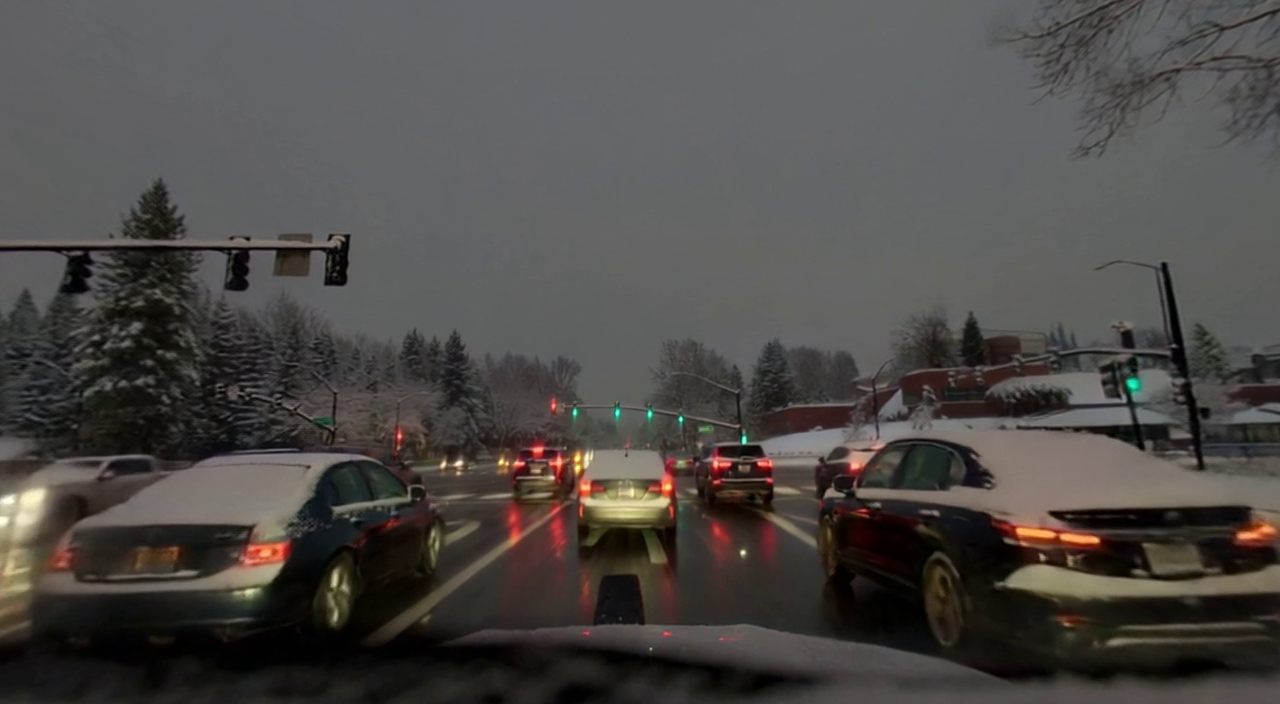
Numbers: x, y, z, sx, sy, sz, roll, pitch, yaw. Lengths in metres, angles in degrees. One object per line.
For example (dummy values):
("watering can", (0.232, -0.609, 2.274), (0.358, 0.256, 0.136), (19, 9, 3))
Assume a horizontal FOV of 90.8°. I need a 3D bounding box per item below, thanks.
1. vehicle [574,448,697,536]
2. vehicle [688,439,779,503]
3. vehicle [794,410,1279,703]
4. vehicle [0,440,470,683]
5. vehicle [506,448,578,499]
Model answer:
("vehicle", (-0.111, 2.699, 12.826), (2.098, 1.461, 3.958), (0, -9, -1))
("vehicle", (2.827, 3.732, 20.226), (2.138, 1.778, 4.422), (0, -9, -1))
("vehicle", (3.054, 1.459, 5.703), (1.996, 1.566, 4.917), (0, -9, -1))
("vehicle", (-3.297, 1.630, 6.173), (2.045, 1.463, 4.490), (0, -9, 0))
("vehicle", (-3.523, 4.442, 23.531), (2.033, 1.714, 4.278), (0, -9, 0))
